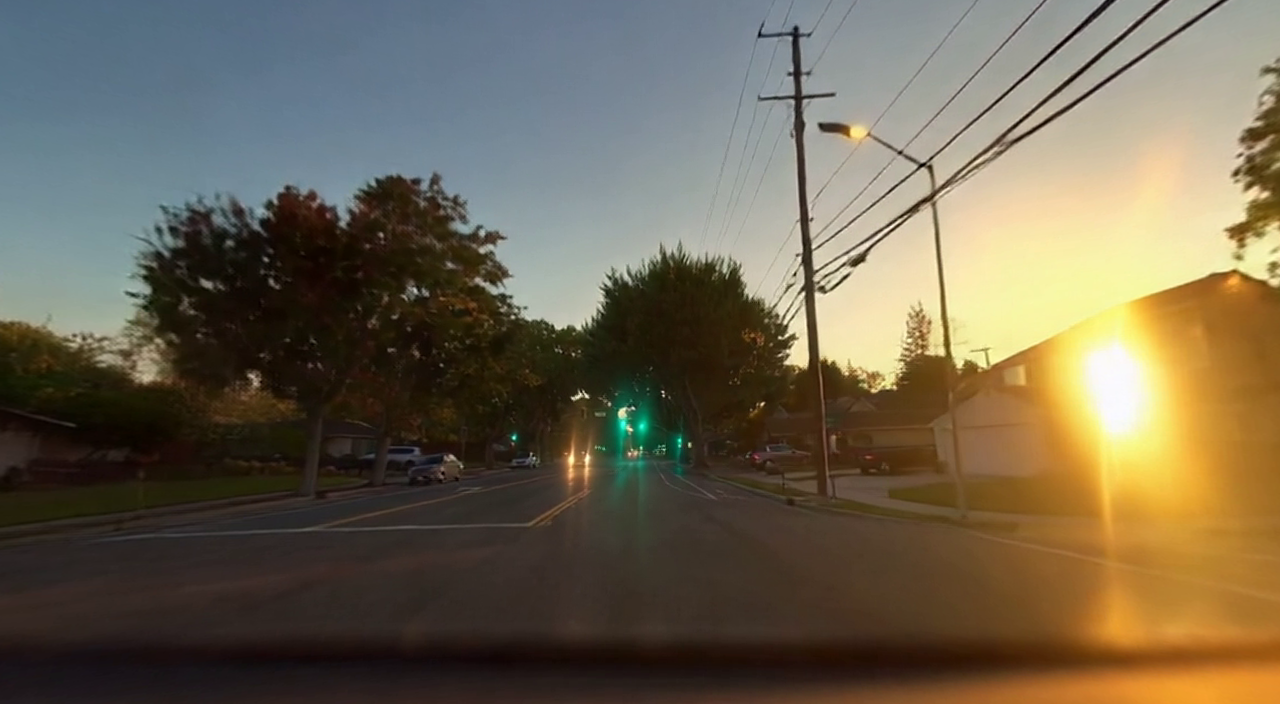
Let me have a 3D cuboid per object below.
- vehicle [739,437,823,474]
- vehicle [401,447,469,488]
[{"bbox_3d":[9.811,7.129,43.849,5.565,2.036,1.907,0,-6,-26],"label":"vehicle"},{"bbox_3d":[-11.142,6.279,34.720,2.024,1.795,5.054,-8,-9,-2],"label":"vehicle"}]
